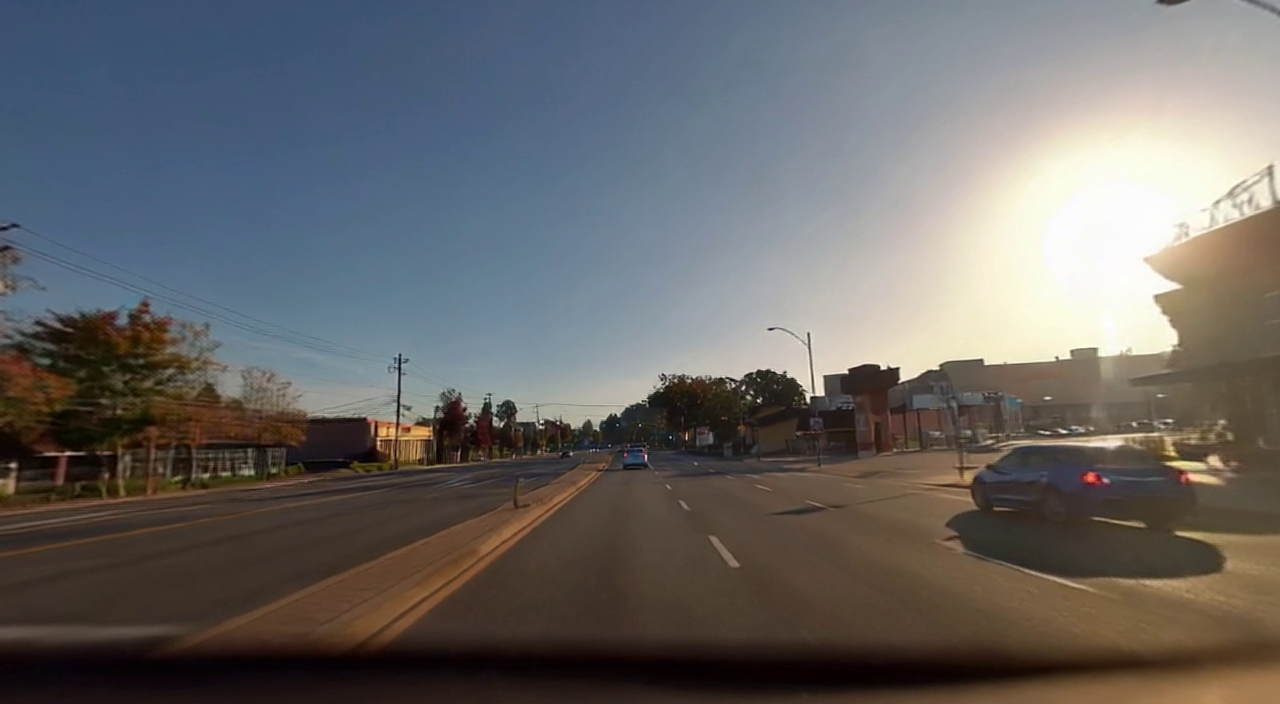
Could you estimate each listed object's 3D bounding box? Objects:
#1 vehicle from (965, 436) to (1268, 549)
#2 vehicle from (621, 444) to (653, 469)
[{"bbox_3d":[7.332,2.147,10.408,1.849,1.464,4.119,0,-8,2],"label":"vehicle"},{"bbox_3d":[-0.207,6.829,41.505,2.027,1.494,3.942,0,-8,-1],"label":"vehicle"}]
